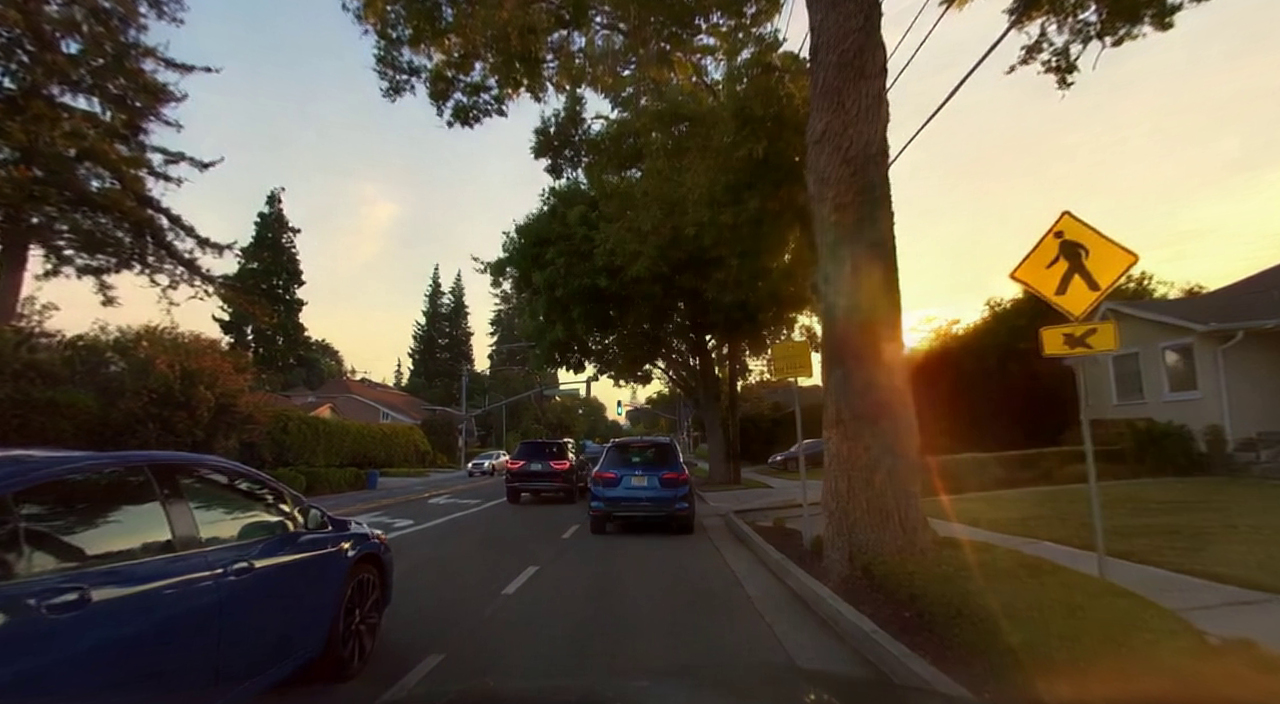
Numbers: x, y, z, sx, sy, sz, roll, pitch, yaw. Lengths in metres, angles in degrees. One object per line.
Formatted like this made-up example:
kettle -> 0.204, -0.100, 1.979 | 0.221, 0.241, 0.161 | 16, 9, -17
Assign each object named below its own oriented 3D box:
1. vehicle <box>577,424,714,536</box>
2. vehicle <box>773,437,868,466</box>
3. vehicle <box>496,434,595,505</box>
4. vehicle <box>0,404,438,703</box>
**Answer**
vehicle -> 0.153, 2.282, 11.812 | 2.120, 1.718, 3.909 | 0, -9, 2
vehicle -> 9.531, 5.295, 33.567 | 4.456, 1.504, 1.914 | 0, -8, 2
vehicle -> -2.494, 3.229, 17.731 | 2.000, 1.737, 4.133 | 0, -9, 2
vehicle -> -2.862, 1.114, 3.282 | 1.968, 1.472, 4.685 | 0, -9, 1
